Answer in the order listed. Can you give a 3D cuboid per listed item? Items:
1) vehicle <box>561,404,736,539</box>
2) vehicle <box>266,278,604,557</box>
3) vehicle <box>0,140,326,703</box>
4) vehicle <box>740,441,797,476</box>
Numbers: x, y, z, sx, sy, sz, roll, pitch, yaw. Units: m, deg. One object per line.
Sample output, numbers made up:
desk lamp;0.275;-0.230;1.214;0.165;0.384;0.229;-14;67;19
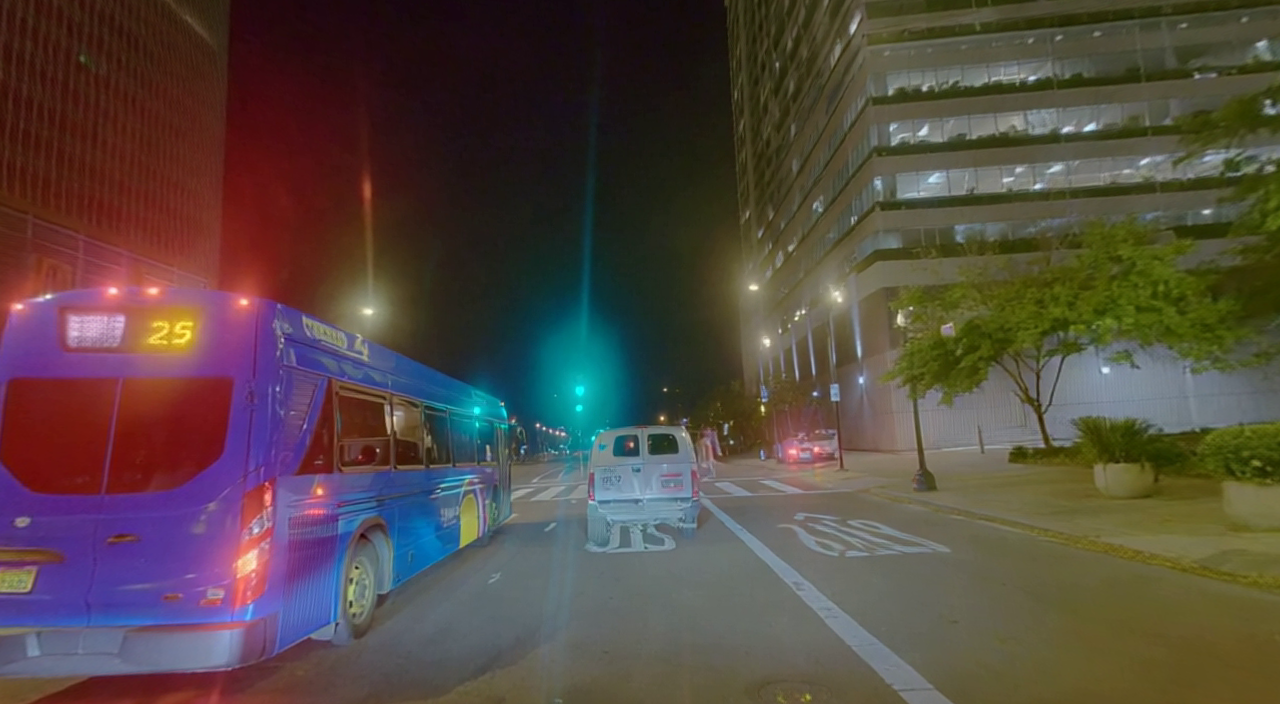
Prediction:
vehicle;0.134;2.038;11.240;2.500;1.912;4.270;0;-9;1
vehicle;-2.882;1.786;14.585;3.042;3.445;13.615;0;-9;1
vehicle;-2.752;0.330;0.219;2.329;2.089;5.659;0;-9;0
vehicle;6.133;5.108;30.480;1.919;1.529;4.059;0;-9;0
